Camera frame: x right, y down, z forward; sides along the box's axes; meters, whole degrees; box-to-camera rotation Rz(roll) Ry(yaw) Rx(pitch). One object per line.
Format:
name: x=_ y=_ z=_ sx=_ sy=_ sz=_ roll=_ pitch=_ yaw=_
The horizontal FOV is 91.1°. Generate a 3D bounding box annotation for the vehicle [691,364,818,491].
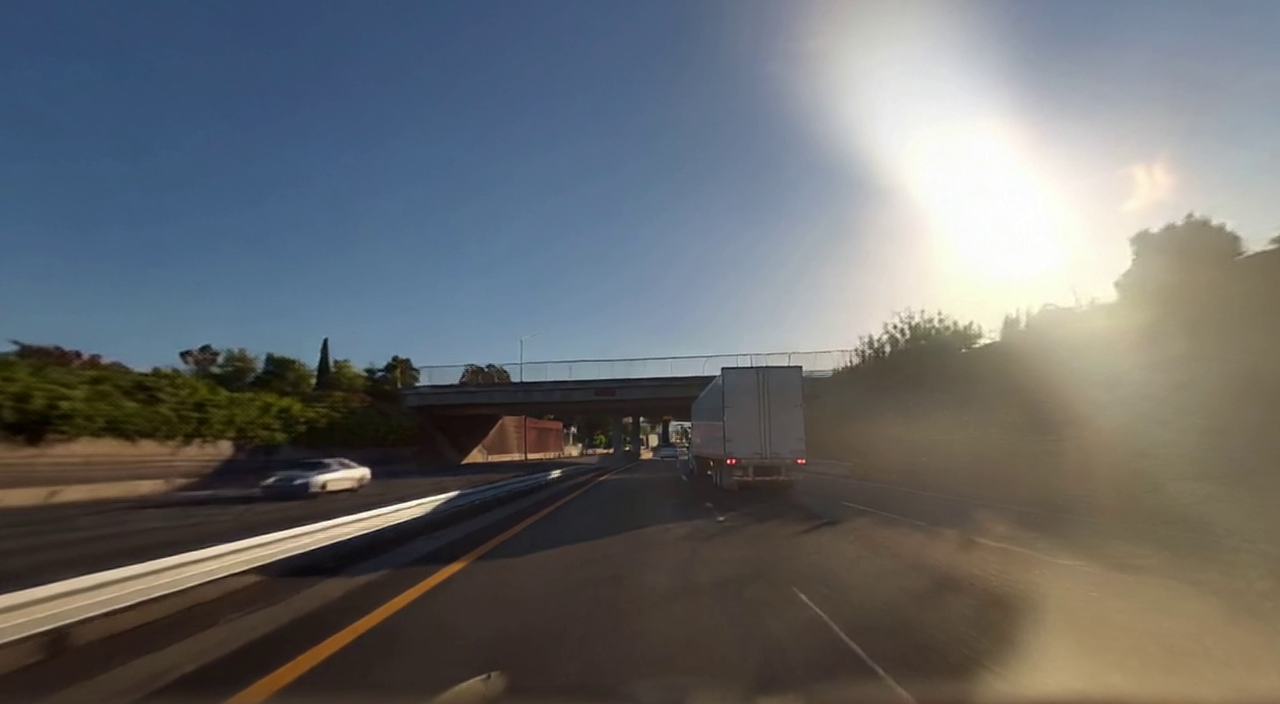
vehicle: x=4.139 y=3.340 z=26.357 sx=2.965 sy=4.028 sz=12.529 roll=0 pitch=-9 yaw=0

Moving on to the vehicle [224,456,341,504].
vehicle: x=-12.275 y=4.388 z=21.859 sx=1.859 sy=1.465 sz=3.636 roll=0 pitch=-9 yaw=1
